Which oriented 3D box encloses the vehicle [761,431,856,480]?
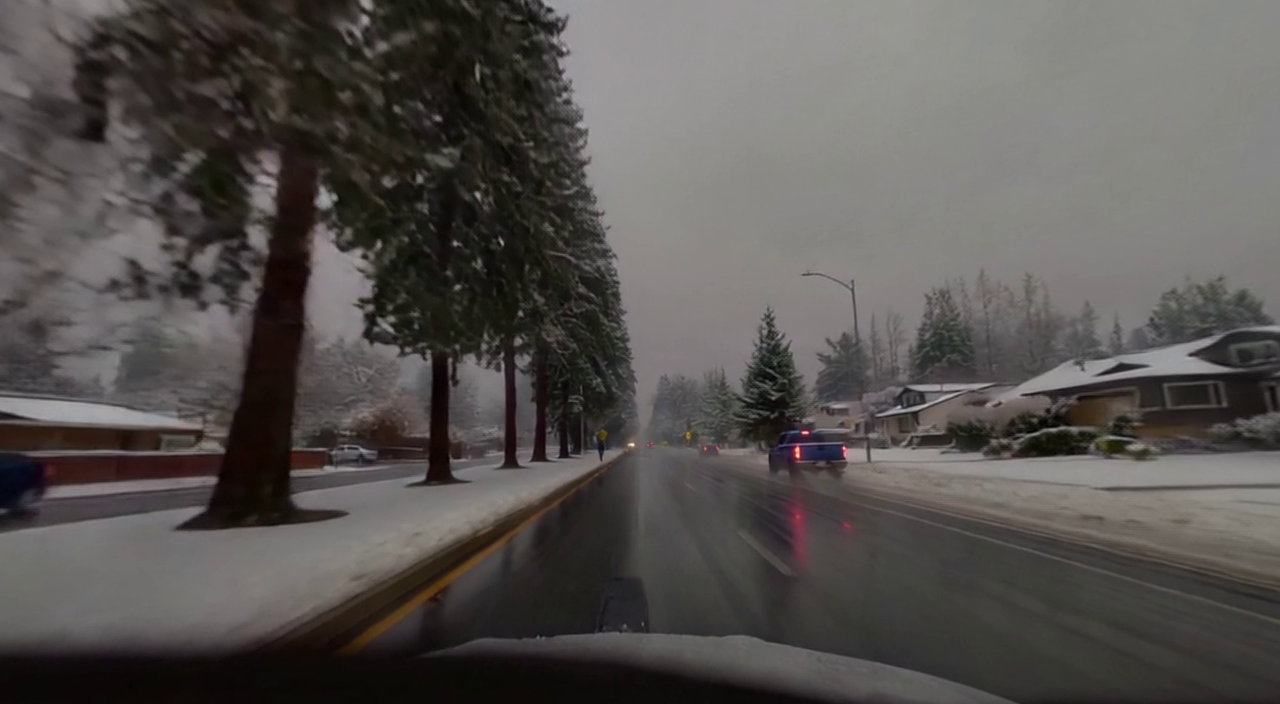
[{"bbox_3d":[6.636,4.152,25.655,2.262,1.769,5.666,0,-8,-1],"label":"vehicle"}]
